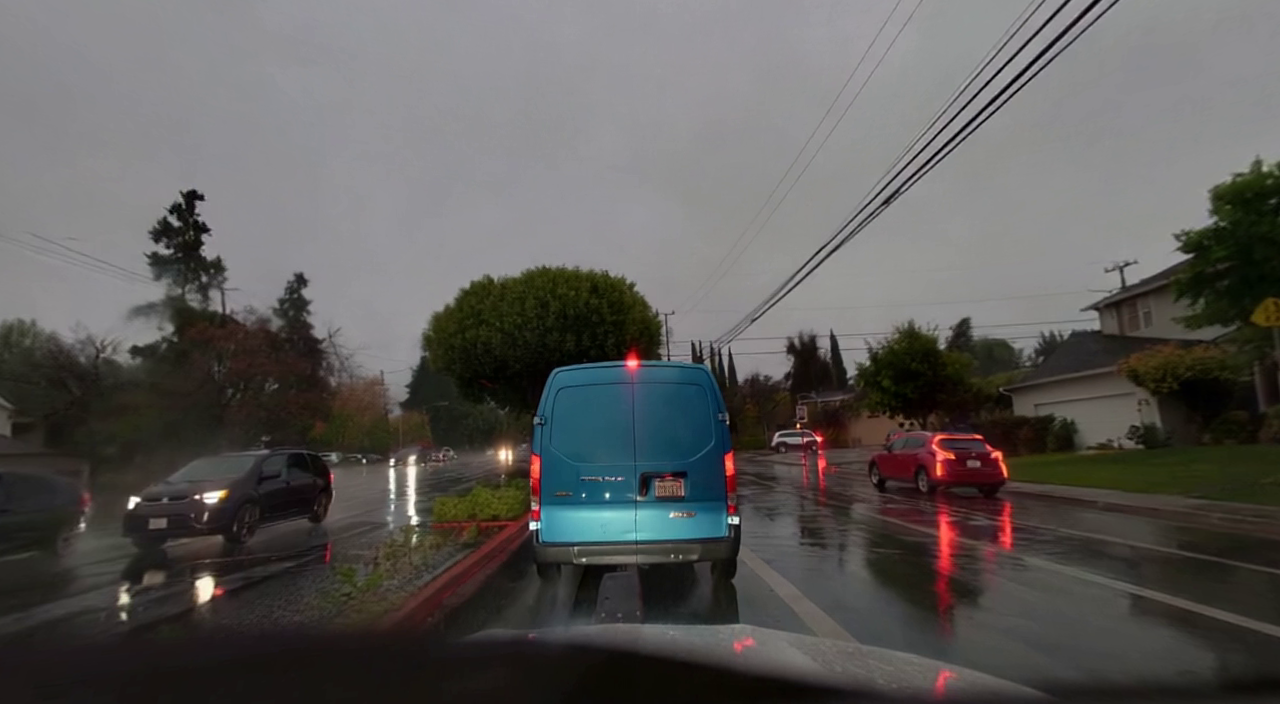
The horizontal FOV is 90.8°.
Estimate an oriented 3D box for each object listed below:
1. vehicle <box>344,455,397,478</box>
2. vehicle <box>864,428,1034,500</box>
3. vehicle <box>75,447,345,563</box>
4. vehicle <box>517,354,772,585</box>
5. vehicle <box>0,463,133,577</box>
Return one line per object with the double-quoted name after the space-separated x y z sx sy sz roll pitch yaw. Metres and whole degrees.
-18.452 7.839 43.491 1.816 1.445 4.120 0 -9 0 "vehicle"
7.306 2.684 15.526 1.883 1.504 4.220 0 -9 -3 "vehicle"
-7.539 2.646 11.804 1.997 1.724 4.417 0 -9 -1 "vehicle"
0.053 1.443 8.347 2.342 2.142 4.809 0 -9 0 "vehicle"
-10.494 2.560 9.537 1.986 1.610 4.456 0 -9 -1 "vehicle"
